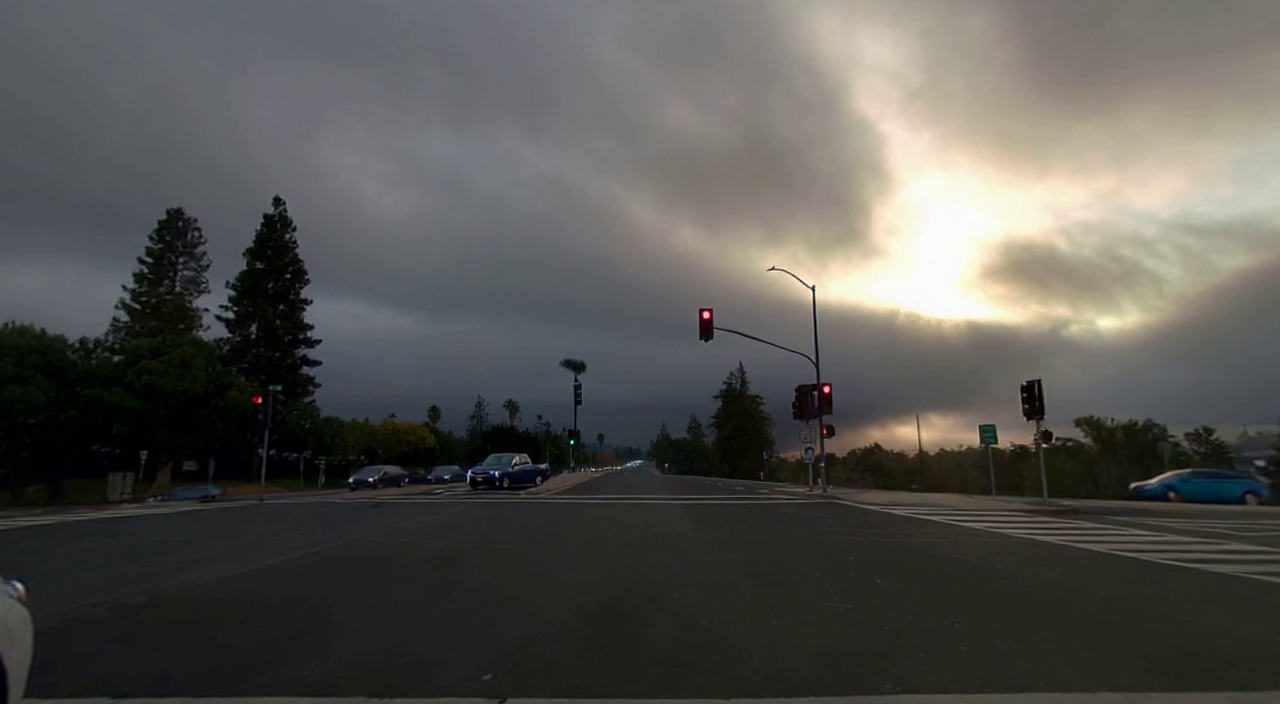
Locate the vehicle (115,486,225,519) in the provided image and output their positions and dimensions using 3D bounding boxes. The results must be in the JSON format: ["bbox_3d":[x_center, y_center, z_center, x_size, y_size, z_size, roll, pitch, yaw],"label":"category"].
[{"bbox_3d":[-26.217,8.407,35.342,4.491,1.500,2.029,4,-9,-24],"label":"vehicle"}]

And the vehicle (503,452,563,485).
[{"bbox_3d":[-5.222,5.754,31.518,2.107,1.456,4.728,0,-8,1],"label":"vehicle"}]

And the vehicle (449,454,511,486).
[{"bbox_3d":[-8.047,5.974,32.098,1.960,1.433,4.213,0,-8,1],"label":"vehicle"}]

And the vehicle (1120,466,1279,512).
[{"bbox_3d":[22.440,5.438,25.219,4.571,1.621,2.113,-1,-9,7],"label":"vehicle"}]

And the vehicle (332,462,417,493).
[{"bbox_3d":[-17.329,8.157,41.423,2.050,1.755,5.135,-3,-9,21],"label":"vehicle"}]
